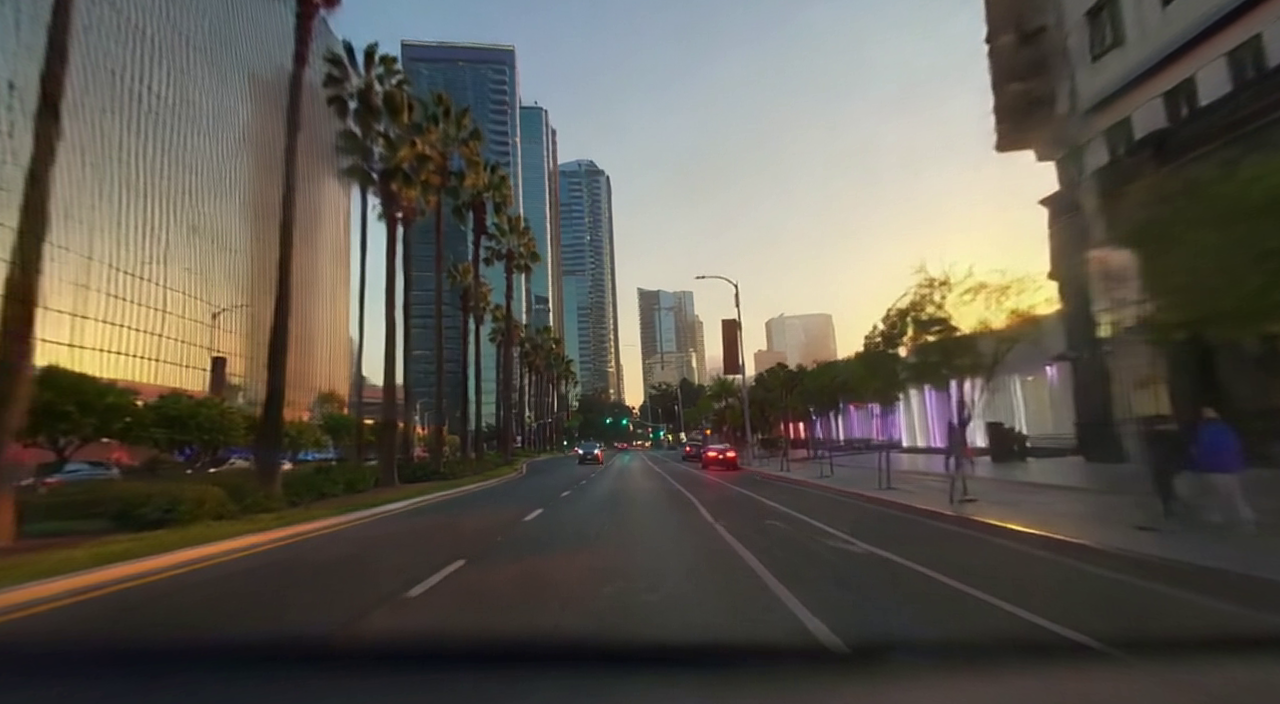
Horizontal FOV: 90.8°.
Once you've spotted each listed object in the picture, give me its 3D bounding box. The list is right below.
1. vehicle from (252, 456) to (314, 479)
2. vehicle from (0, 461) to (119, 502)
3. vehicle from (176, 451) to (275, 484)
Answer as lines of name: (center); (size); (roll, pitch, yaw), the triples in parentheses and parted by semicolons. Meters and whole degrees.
vehicle: (-24.579, 7.920, 43.655); (1.751, 1.424, 4.506); (0, -8, -1)
vehicle: (-24.820, 5.380, 26.633); (2.080, 1.457, 4.424); (0, -9, -3)
vehicle: (-24.924, 6.933, 38.320); (2.062, 1.765, 5.897); (0, -9, -1)
